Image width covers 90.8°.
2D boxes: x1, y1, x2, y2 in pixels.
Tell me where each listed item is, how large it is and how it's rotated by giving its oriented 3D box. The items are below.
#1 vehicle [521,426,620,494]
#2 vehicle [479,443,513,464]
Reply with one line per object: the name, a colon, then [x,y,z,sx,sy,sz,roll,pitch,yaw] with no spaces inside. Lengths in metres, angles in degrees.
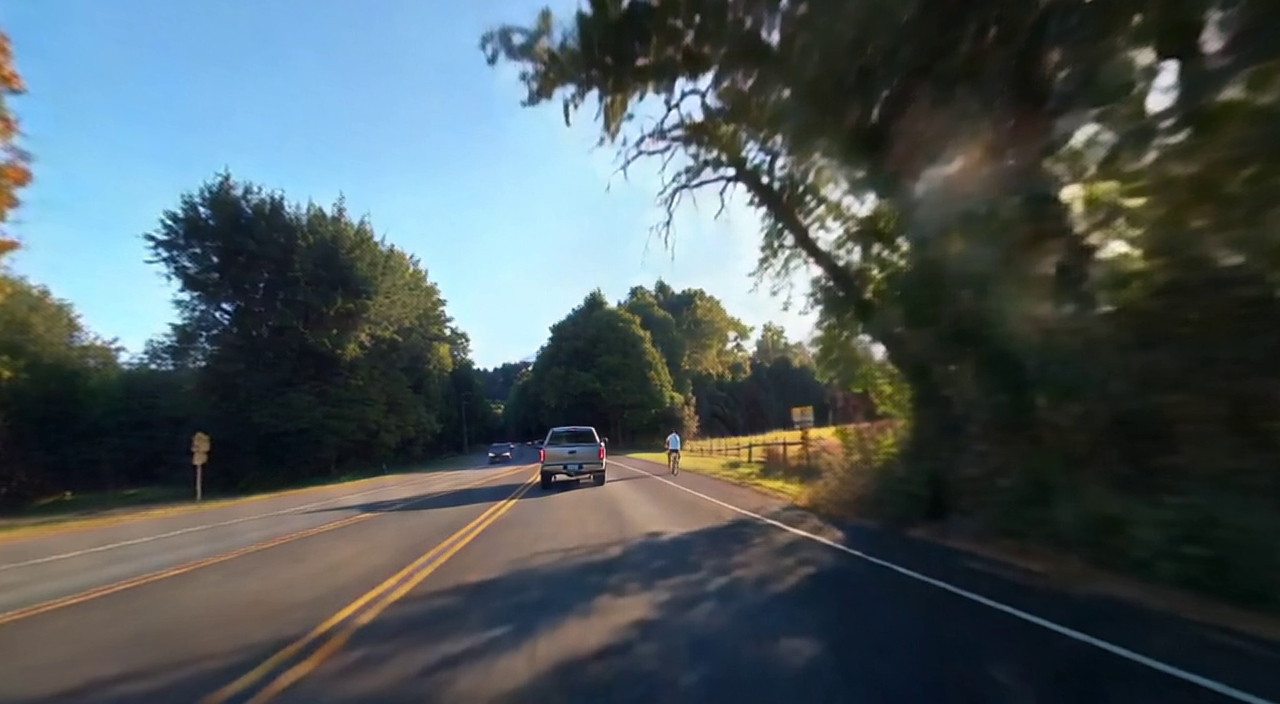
vehicle: [-2.018,3.291,19.649,2.631,1.798,5.331,0,-8,-4]
vehicle: [-10.824,7.655,47.702,2.045,1.474,3.956,0,-8,-6]
